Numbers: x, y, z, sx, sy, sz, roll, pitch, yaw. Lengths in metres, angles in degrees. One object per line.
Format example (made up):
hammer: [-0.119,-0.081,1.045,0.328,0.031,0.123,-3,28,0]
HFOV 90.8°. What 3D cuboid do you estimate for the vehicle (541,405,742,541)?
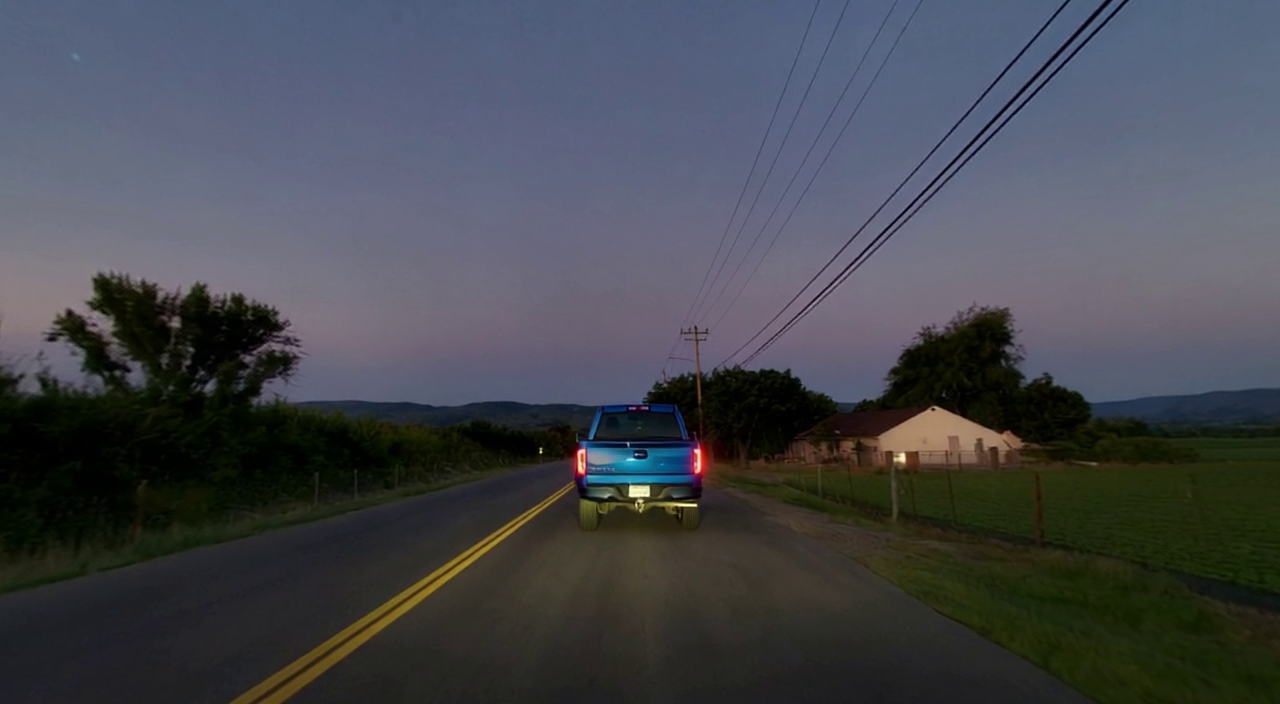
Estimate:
vehicle: [-0.061,2.110,11.754,2.774,1.861,5.885,0,-8,-2]
